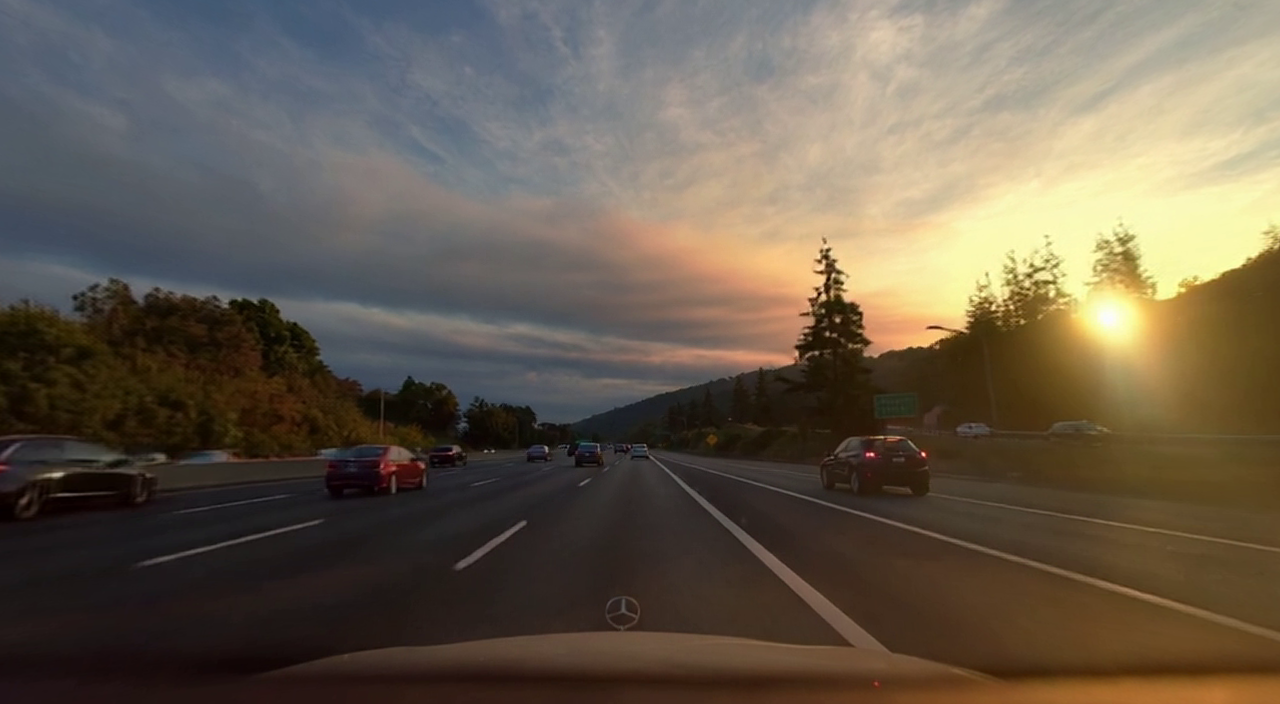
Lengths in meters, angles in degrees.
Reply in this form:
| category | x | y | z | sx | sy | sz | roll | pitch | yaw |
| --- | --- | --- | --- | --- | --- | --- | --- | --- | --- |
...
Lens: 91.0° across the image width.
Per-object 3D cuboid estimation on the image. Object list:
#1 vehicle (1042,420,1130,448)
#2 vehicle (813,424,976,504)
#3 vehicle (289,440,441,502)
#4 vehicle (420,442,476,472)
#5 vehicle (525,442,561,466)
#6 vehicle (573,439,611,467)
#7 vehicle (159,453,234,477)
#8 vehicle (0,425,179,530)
| category | x | y | z | sx | sy | sz | roll | pitch | yaw |
| --- | --- | --- | --- | --- | --- | --- | --- | --- | --- |
| vehicle | 26.009 | 4.866 | 36.949 | 1.884 | 1.571 | 4.352 | 0 | -9 | -1 |
| vehicle | 6.520 | 2.938 | 16.910 | 2.259 | 1.816 | 4.862 | 0 | -9 | -1 |
| vehicle | -7.414 | 3.250 | 17.613 | 2.071 | 1.486 | 4.703 | 0 | -9 | 1 |
| vehicle | -11.266 | 6.190 | 37.280 | 1.958 | 1.633 | 4.302 | 0 | -9 | 0 |
| vehicle | -7.608 | 8.055 | 49.930 | 2.087 | 1.755 | 4.457 | 0 | -9 | 1 |
| vehicle | -3.527 | 7.544 | 47.125 | 2.288 | 1.962 | 5.119 | 0 | -9 | 1 |
| vehicle | -33.029 | 8.438 | 47.102 | 1.968 | 1.583 | 5.035 | -2 | -9 | 0 |
| vehicle | -11.126 | 2.204 | 11.404 | 2.107 | 1.628 | 4.446 | 0 | -9 | 1 |
